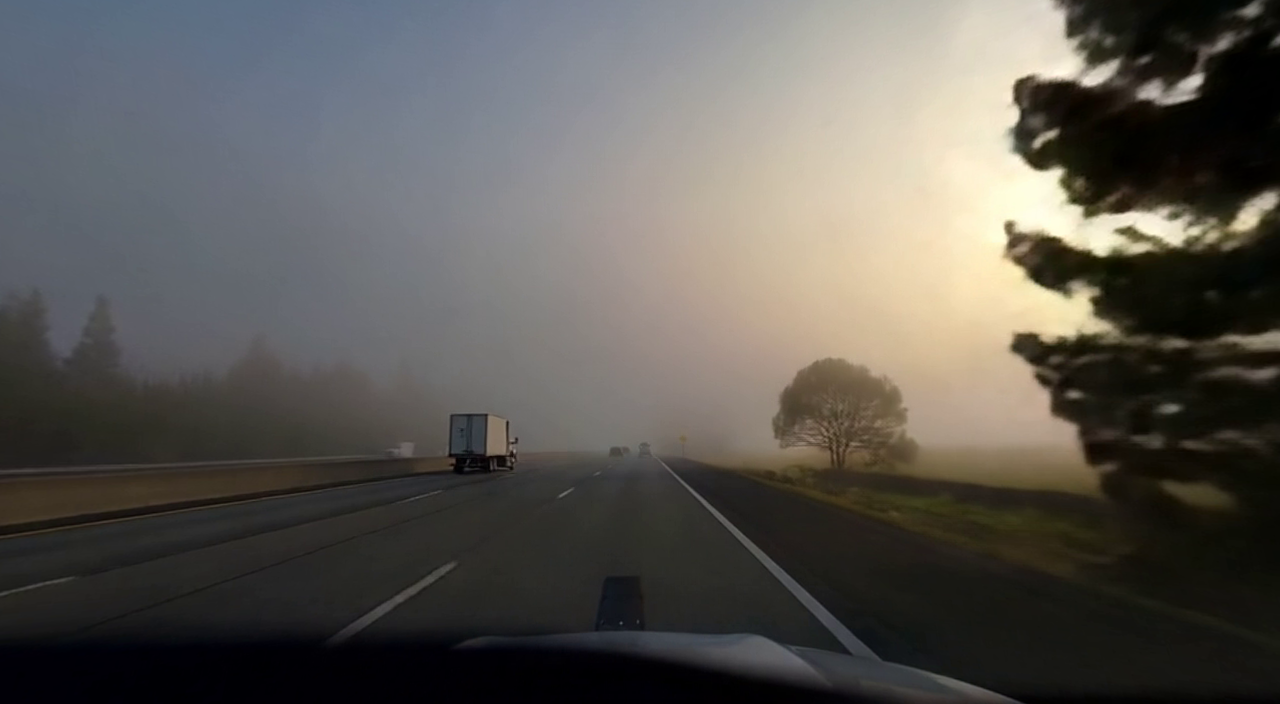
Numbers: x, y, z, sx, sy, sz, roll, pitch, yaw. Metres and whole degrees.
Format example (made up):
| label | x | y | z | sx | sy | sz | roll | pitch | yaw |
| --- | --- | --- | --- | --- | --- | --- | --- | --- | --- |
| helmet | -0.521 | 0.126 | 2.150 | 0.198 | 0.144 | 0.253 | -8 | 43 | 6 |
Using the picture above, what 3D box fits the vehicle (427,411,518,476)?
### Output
| label | x | y | z | sx | sy | sz | roll | pitch | yaw |
| --- | --- | --- | --- | --- | --- | --- | --- | --- | --- |
| vehicle | -7.485 | 4.217 | 28.941 | 2.444 | 2.685 | 5.893 | 0 | -9 | 1 |
